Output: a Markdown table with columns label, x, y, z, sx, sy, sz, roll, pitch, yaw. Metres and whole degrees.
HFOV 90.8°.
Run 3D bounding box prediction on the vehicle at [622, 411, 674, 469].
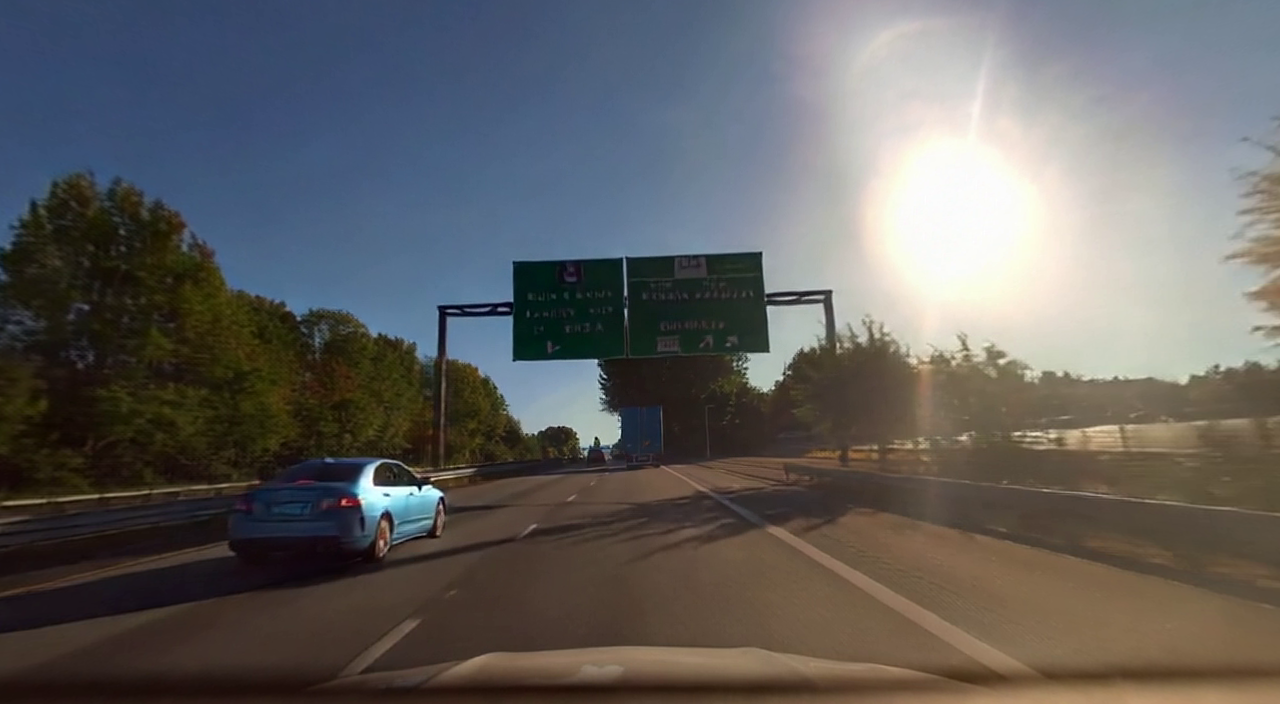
| label | x | y | z | sx | sy | sz | roll | pitch | yaw |
| --- | --- | --- | --- | --- | --- | --- | --- | --- | --- |
| vehicle | 0.356 | 7.067 | 49.542 | 3.341 | 3.725 | 18.015 | 0 | -9 | -1 |

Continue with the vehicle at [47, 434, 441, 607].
| label | x | y | z | sx | sy | sz | roll | pitch | yaw |
| --- | --- | --- | --- | --- | --- | --- | --- | --- | --- |
| vehicle | -4.085 | 1.785 | 7.598 | 1.968 | 1.460 | 4.227 | 0 | -9 | 0 |
